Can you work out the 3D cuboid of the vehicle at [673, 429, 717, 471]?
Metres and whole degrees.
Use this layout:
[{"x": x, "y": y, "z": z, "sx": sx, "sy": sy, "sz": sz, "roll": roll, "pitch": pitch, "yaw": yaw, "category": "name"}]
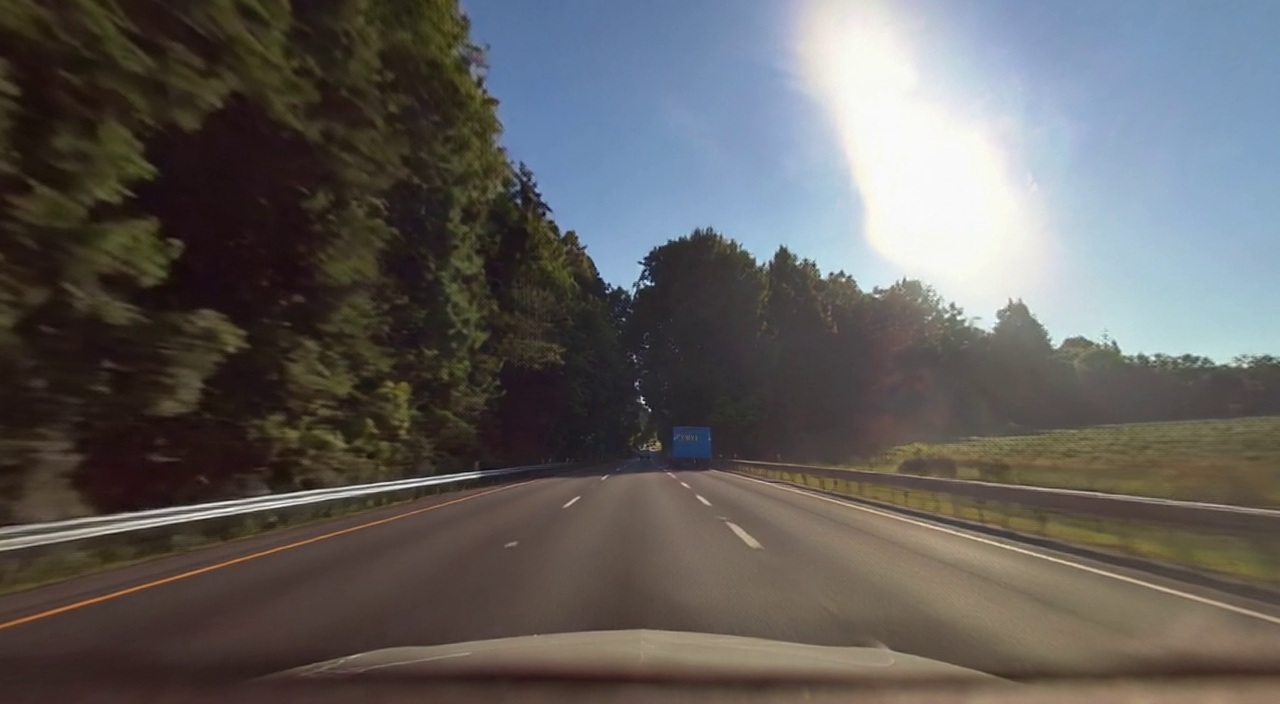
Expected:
[{"x": 3.908, "y": 7.191, "z": 46.166, "sx": 2.572, "sy": 2.795, "sz": 5.978, "roll": 0, "pitch": -9, "yaw": -1, "category": "vehicle"}]
